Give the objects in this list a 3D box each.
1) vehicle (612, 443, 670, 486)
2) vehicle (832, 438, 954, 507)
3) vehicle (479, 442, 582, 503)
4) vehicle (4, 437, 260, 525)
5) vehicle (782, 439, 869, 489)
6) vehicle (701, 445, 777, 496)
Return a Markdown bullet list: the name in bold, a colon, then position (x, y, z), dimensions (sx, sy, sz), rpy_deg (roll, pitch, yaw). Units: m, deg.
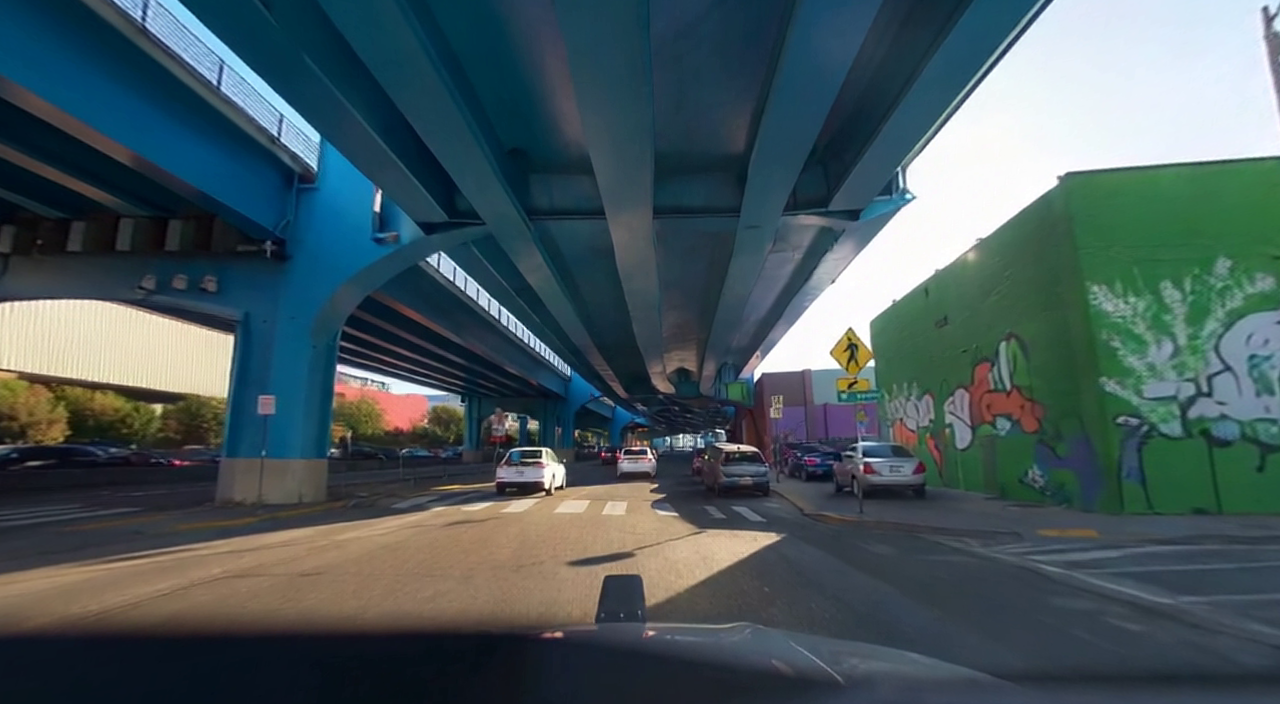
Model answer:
- **vehicle**: position (0.049, 4.520, 25.596), dimensions (2.155, 1.571, 3.734), rpy_deg (0, -9, 1)
- **vehicle**: position (7.670, 3.646, 19.717), dimensions (2.275, 1.834, 4.294), rpy_deg (1, -8, 4)
- **vehicle**: position (-3.003, 3.431, 18.402), dimensions (2.024, 1.533, 4.549), rpy_deg (0, -9, 2)
- **vehicle**: position (-11.908, 3.050, 15.455), dimensions (2.056, 1.768, 4.986), rpy_deg (-1, -9, 0)
- **vehicle**: position (7.788, 4.759, 27.086), dimensions (2.175, 1.909, 4.953), rpy_deg (0, -9, 0)
- **vehicle**: position (3.306, 4.033, 21.945), dimensions (1.983, 1.589, 4.010), rpy_deg (0, -8, 0)
